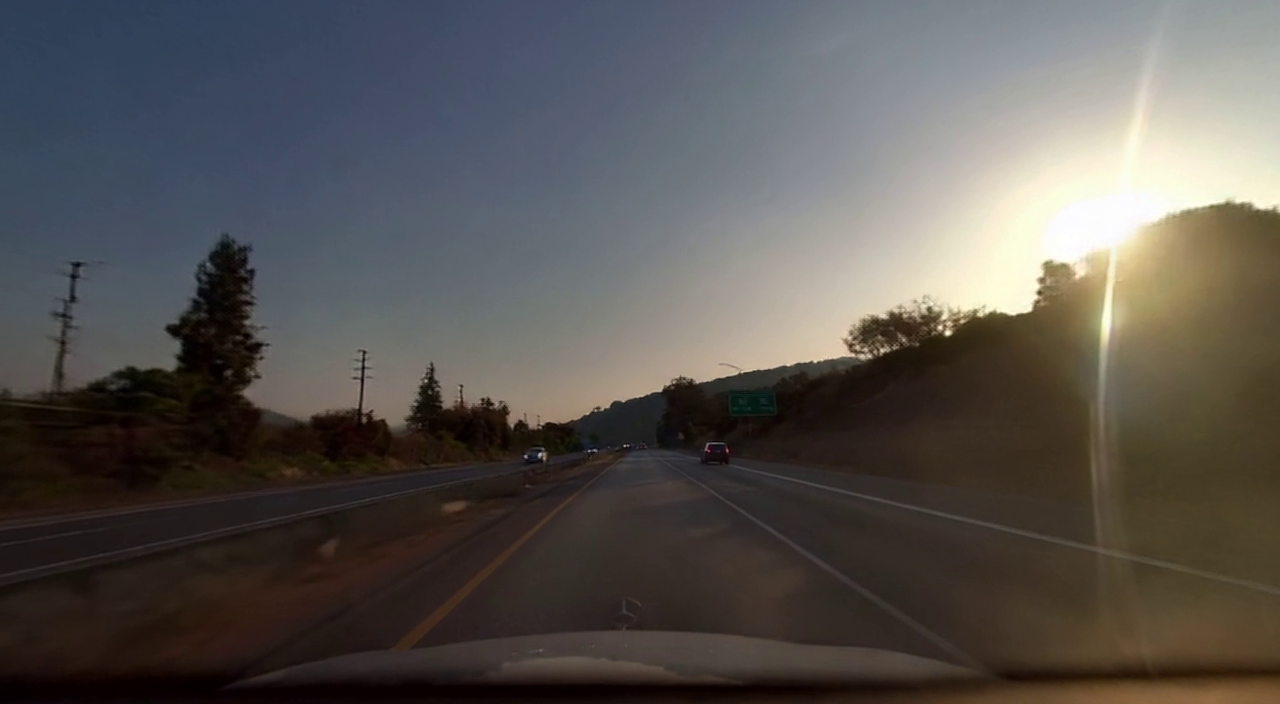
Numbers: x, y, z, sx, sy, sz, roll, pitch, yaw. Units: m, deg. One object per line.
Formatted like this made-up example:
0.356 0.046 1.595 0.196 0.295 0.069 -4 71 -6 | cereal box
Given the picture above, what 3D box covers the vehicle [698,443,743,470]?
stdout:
4.443 5.857 35.304 1.923 1.408 3.835 0 -9 -1 | vehicle
